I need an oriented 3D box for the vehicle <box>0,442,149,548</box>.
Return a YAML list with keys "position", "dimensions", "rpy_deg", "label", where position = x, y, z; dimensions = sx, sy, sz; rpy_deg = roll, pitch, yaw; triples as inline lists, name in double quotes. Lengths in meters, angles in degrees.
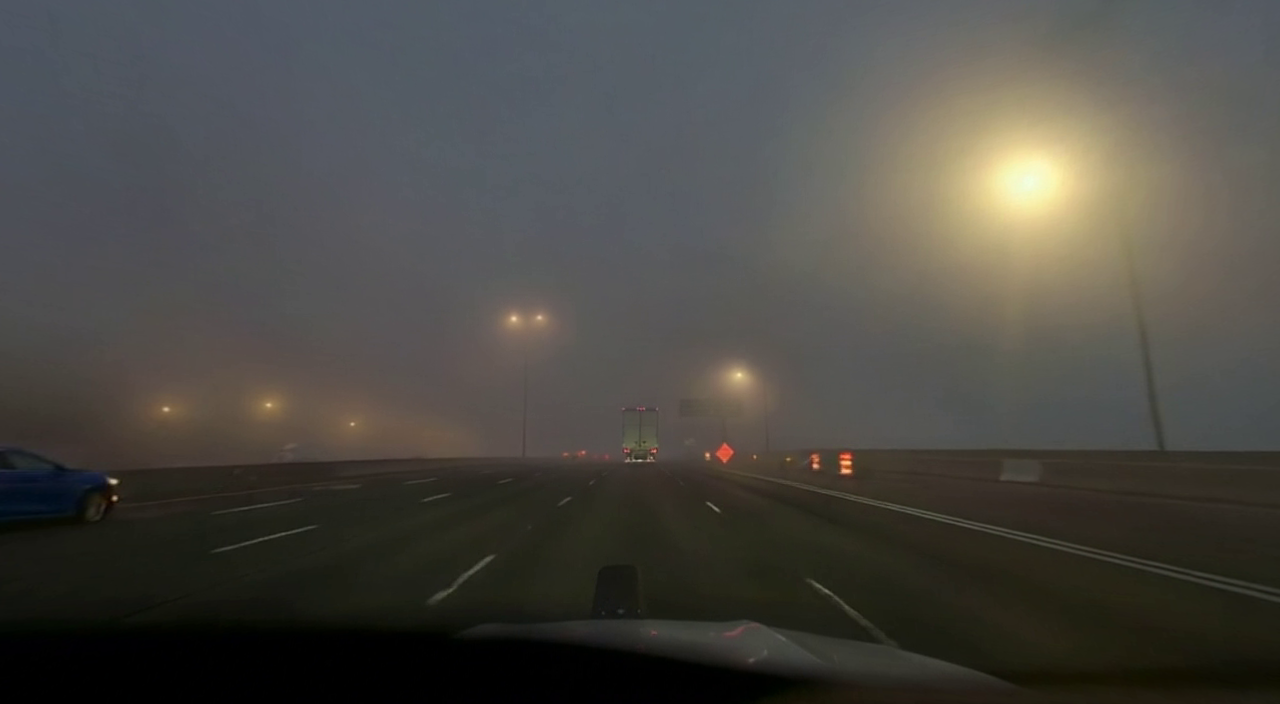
- position: [-10.396, 2.122, 9.411]
  dimensions: [2.096, 1.538, 4.998]
  rpy_deg: [0, -9, 0]
  label: "vehicle"
